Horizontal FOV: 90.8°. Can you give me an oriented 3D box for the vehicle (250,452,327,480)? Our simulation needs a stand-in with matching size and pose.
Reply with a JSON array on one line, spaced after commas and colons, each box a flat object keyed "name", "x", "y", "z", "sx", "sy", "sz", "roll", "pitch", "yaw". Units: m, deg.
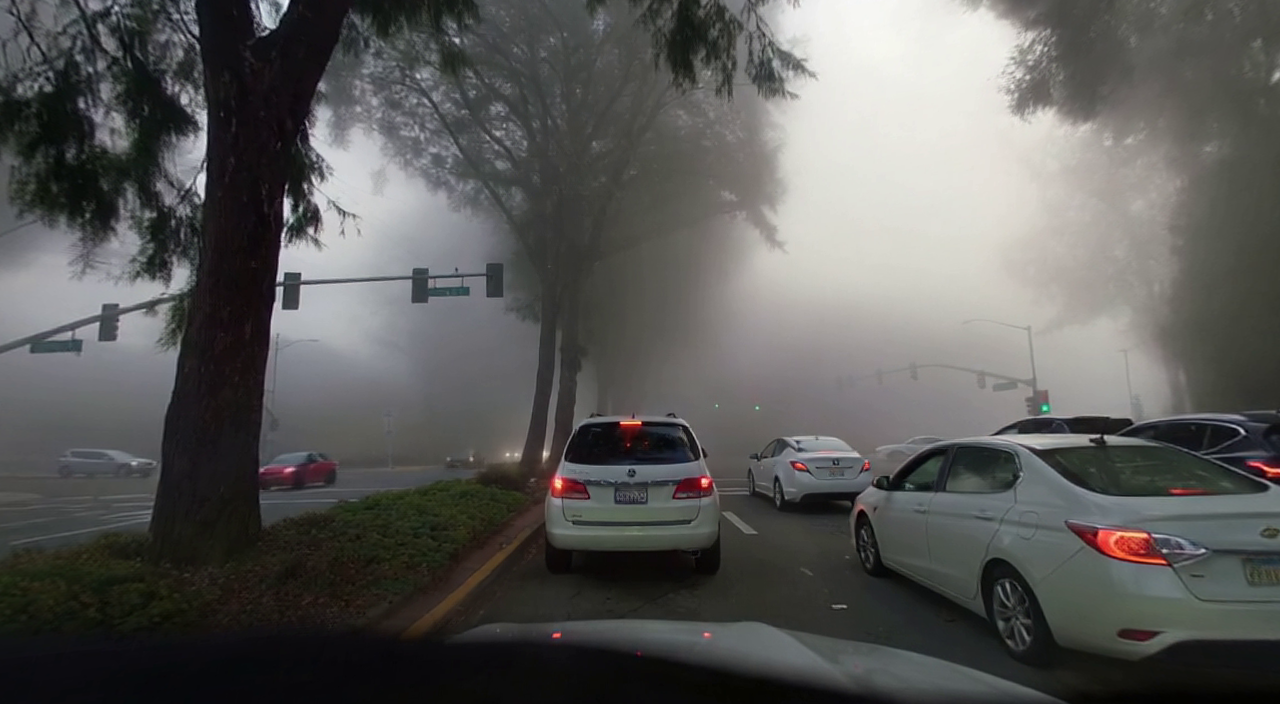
[{"name": "vehicle", "x": -20.765, "y": 6.731, "z": 37.592, "sx": 1.899, "sy": 1.469, "sz": 4.668, "roll": 0, "pitch": -9, "yaw": 0}]

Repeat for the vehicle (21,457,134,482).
[{"name": "vehicle", "x": -35.105, "y": 7.341, "z": 39.578, "sx": 4.845, "sy": 1.442, "sz": 1.880, "roll": 2, "pitch": -9, "yaw": -13}]

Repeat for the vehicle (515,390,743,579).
[{"name": "vehicle", "x": -0.219, "y": 1.617, "z": 8.435, "sx": 2.236, "sy": 1.827, "sz": 4.316, "roll": 1, "pitch": -9, "yaw": -3}]

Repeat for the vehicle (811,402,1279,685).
[{"name": "vehicle", "x": 3.357, "y": 1.420, "z": 5.975, "sx": 2.034, "sy": 1.558, "sz": 4.774, "roll": 0, "pitch": -9, "yaw": -1}]
